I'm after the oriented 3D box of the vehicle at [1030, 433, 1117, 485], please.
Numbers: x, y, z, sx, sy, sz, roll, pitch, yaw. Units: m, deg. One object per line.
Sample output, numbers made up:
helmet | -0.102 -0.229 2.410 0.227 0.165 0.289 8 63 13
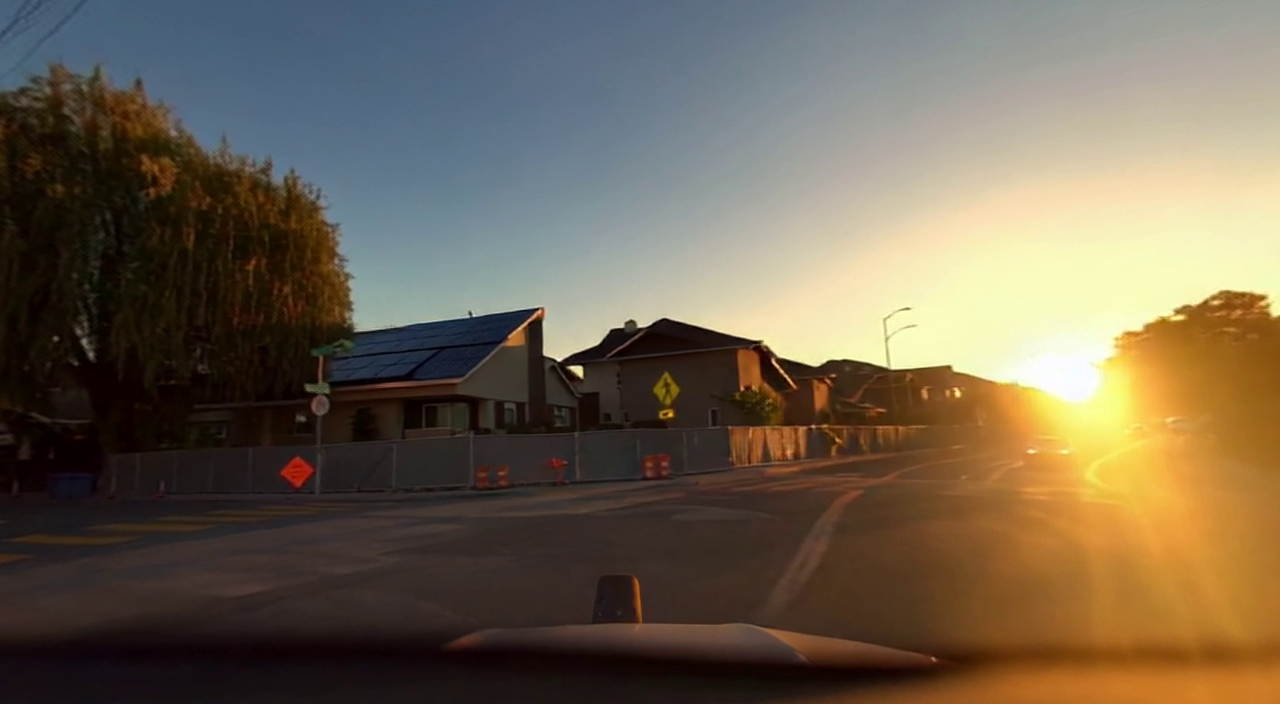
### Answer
vehicle | 13.693 3.347 20.037 1.966 1.455 4.075 -5 -9 33
